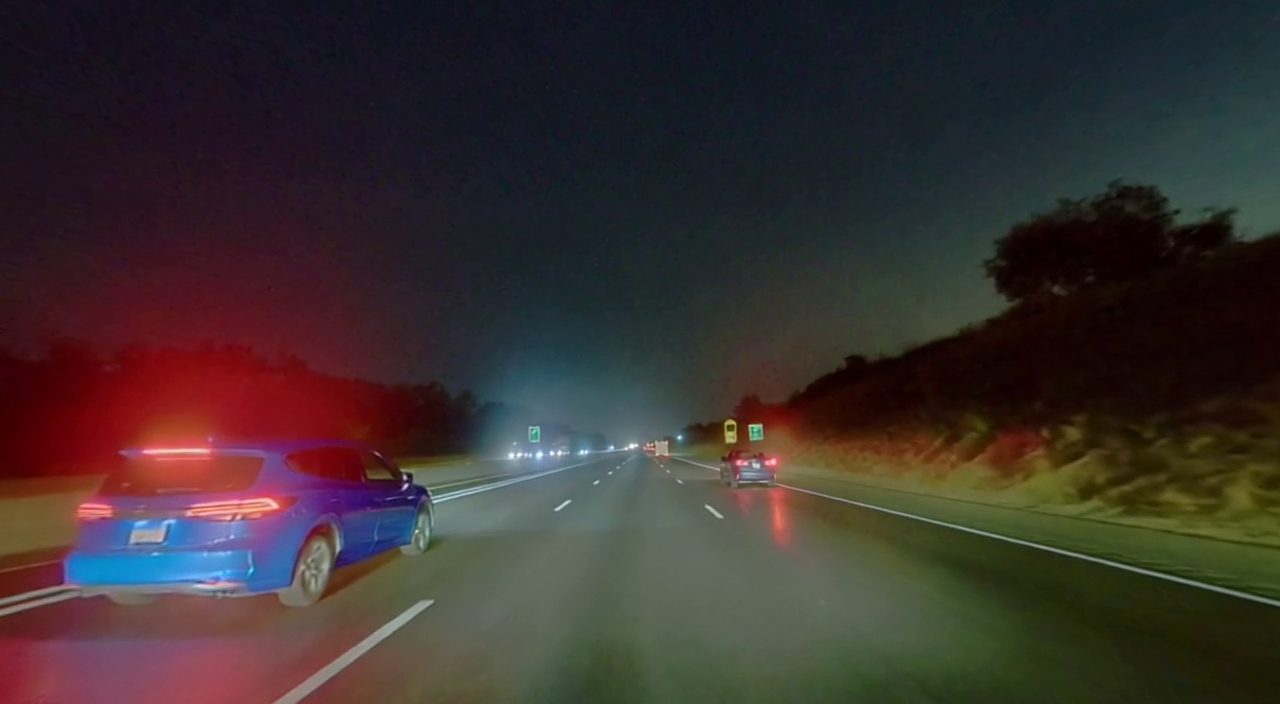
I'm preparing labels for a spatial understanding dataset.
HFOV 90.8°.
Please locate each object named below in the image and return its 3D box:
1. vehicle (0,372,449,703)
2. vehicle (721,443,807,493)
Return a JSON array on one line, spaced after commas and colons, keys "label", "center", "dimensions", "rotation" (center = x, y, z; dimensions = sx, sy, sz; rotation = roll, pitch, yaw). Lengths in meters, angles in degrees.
[{"label": "vehicle", "center": [-3.335, 1.278, 4.956], "dimensions": [2.277, 1.695, 4.475], "rotation": [0, -9, 0]}, {"label": "vehicle", "center": [3.951, 3.752, 20.757], "dimensions": [1.967, 1.472, 3.751], "rotation": [0, -9, -1]}]
